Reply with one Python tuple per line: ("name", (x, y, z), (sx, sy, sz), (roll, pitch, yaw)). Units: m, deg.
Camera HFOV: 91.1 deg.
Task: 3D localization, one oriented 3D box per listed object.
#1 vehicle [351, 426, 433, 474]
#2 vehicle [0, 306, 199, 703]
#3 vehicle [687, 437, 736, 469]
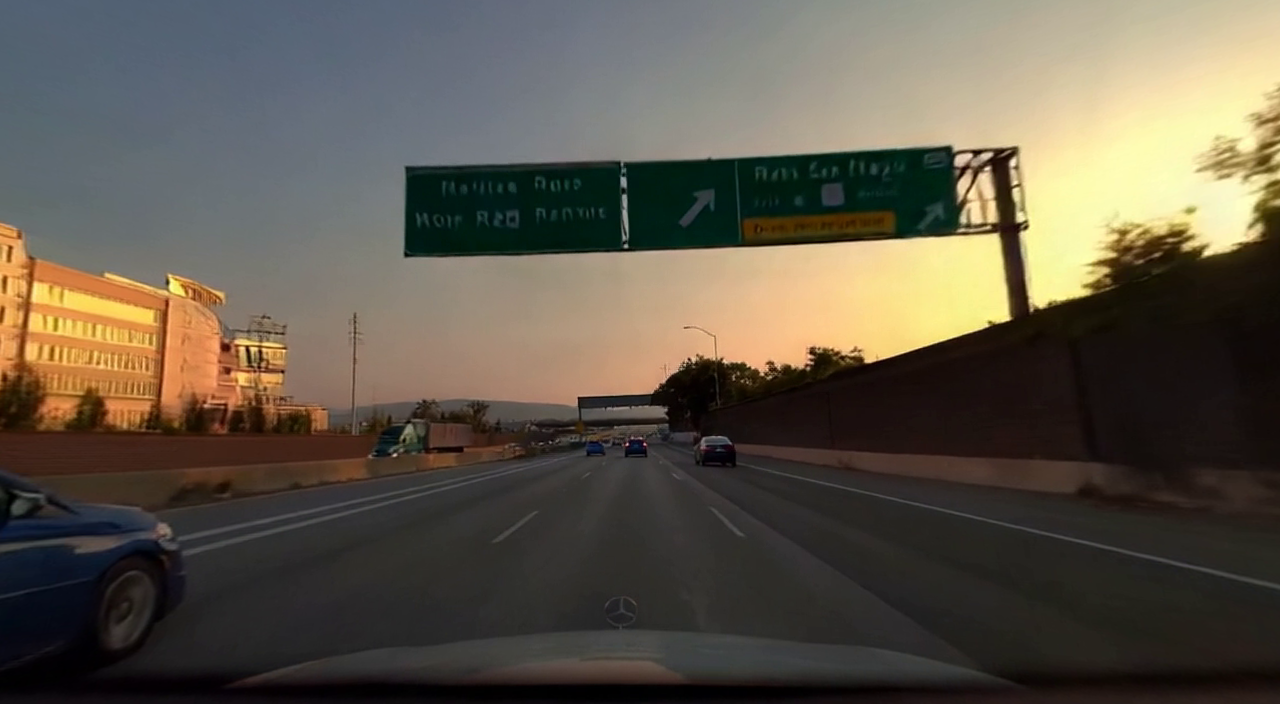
("vehicle", (-16.566, 6.572, 42.567), (2.757, 2.799, 6.953), (-3, -8, 0))
("vehicle", (-3.563, 0.533, 0.941), (2.272, 1.795, 4.832), (0, -8, 0))
("vehicle", (3.620, 5.147, 32.332), (1.992, 1.532, 3.996), (0, -8, -1))
